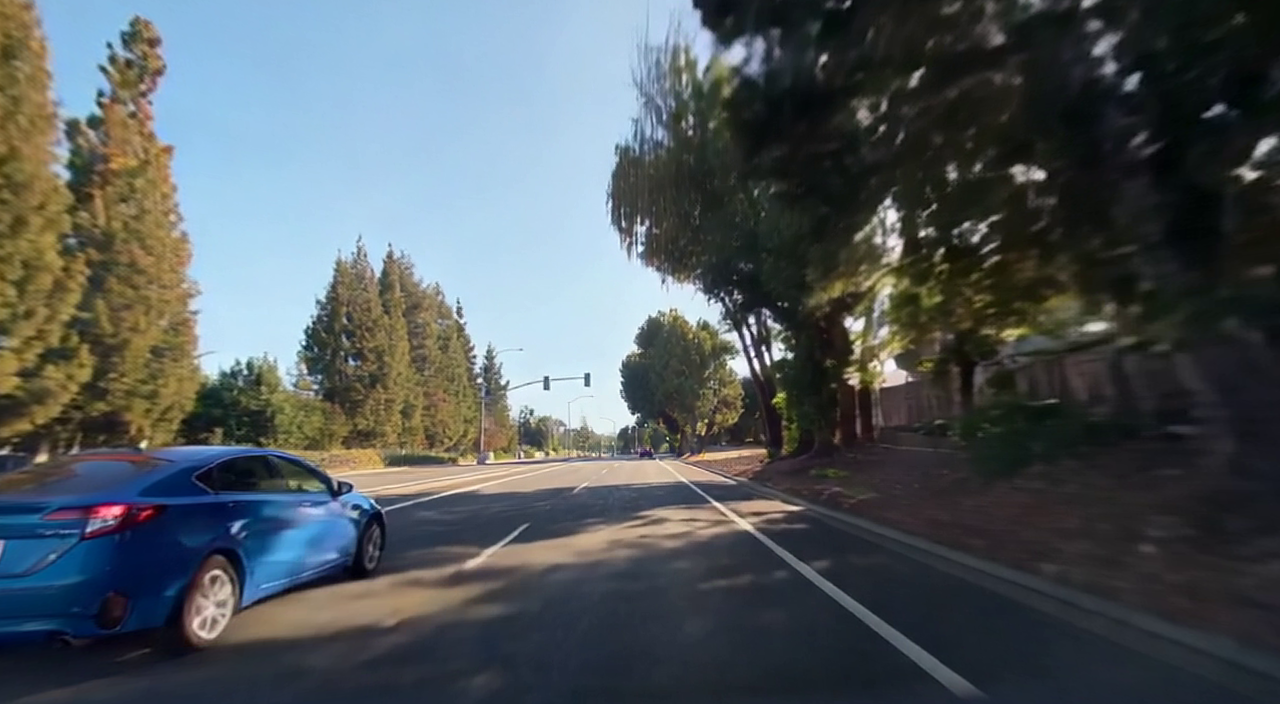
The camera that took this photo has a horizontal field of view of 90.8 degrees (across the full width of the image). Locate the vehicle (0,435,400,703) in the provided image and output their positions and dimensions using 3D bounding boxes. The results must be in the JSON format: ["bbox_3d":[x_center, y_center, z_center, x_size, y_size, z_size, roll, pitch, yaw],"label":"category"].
[{"bbox_3d":[-3.890,1.483,5.470,1.946,1.437,4.154,-1,-8,1],"label":"vehicle"}]
